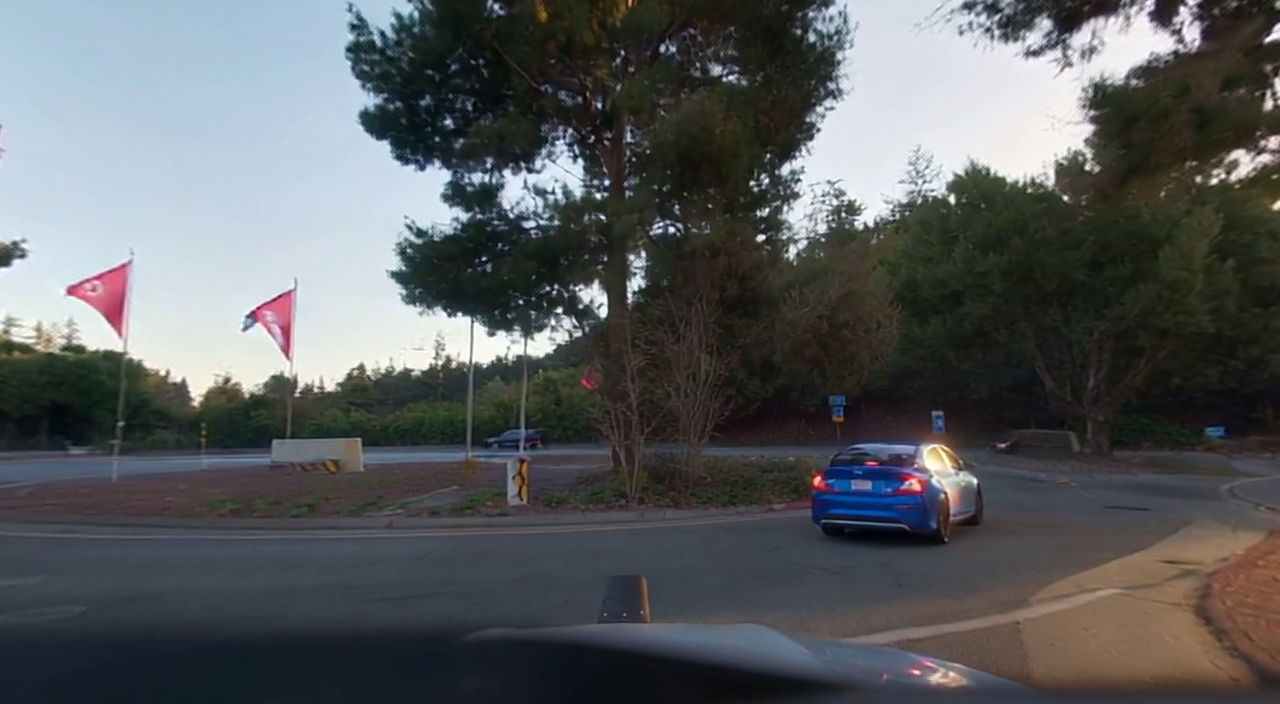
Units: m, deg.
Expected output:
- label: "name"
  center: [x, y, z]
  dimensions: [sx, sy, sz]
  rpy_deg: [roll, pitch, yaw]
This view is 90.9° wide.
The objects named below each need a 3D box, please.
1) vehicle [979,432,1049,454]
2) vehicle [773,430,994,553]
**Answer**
- label: "vehicle"
  center: [27.936, 6.810, 47.195]
  dimensions: [4.045, 1.569, 1.781]
  rpy_deg: [-1, -9, 7]
- label: "vehicle"
  center: [4.198, 2.185, 10.558]
  dimensions: [2.078, 1.607, 4.010]
  rpy_deg: [-8, -12, 41]
